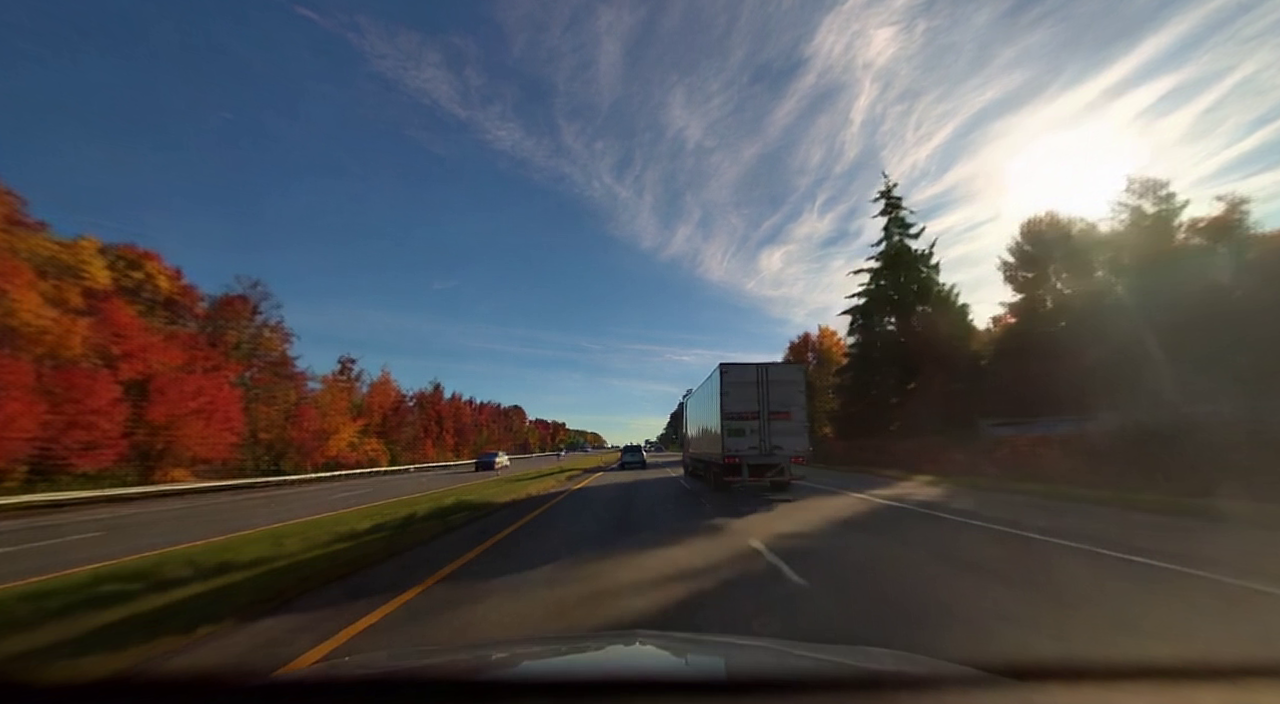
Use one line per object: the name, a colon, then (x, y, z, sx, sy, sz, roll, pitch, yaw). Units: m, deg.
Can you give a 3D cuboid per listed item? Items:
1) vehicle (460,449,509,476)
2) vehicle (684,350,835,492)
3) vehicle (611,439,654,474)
vehicle: (-9.347, 6.682, 38.003, 1.994, 1.505, 4.005, 0, -9, -1)
vehicle: (3.891, 2.970, 24.841, 3.068, 4.042, 13.787, 0, -9, -1)
vehicle: (-0.399, 5.472, 33.141, 2.151, 1.693, 4.201, 0, -9, 0)
